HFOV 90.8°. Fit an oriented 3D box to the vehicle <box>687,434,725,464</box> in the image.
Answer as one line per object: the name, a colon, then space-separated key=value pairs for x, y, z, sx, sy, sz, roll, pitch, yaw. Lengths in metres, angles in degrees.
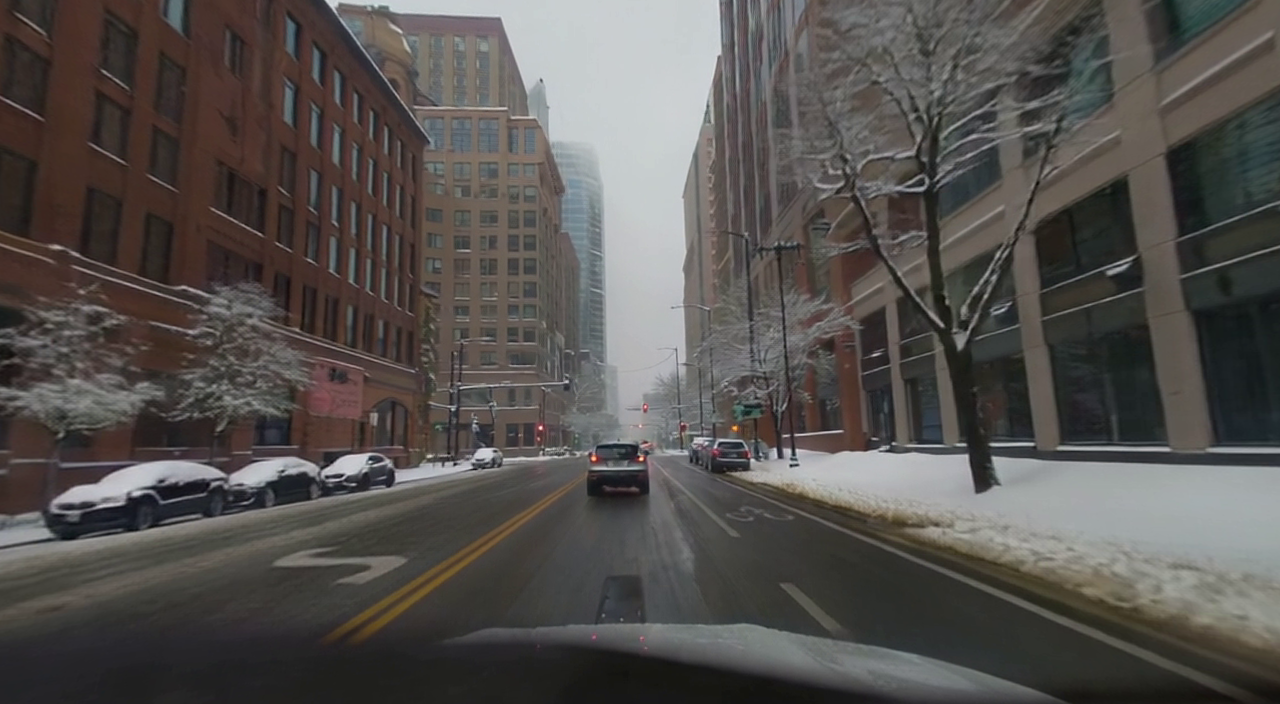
vehicle: x=4.497 y=6.667 z=43.608 sx=1.972 sy=1.822 sz=4.889 roll=-2 pitch=-8 yaw=-1

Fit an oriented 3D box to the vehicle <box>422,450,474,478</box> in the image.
vehicle: x=-12.237 y=7.135 z=40.596 sx=1.968 sy=1.469 sz=4.523 roll=-3 pitch=-8 yaw=-1

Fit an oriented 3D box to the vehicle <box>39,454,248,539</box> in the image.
vehicle: x=-12.037 y=3.468 z=15.757 sx=1.976 sy=1.577 sz=4.091 roll=-5 pitch=-8 yaw=-1

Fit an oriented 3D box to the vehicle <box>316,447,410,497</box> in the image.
vehicle: x=-11.973 y=5.170 z=27.713 sx=2.090 sy=1.784 sz=4.832 roll=-4 pitch=-8 yaw=-2

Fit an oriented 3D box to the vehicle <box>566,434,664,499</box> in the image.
vehicle: x=-0.579 y=2.961 z=16.699 sx=2.269 sy=1.479 sz=3.980 roll=0 pitch=-8 yaw=0

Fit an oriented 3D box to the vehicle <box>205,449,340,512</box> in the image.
vehicle: x=-12.162 y=4.236 z=21.359 sx=1.945 sy=1.712 sz=4.648 roll=-4 pitch=-8 yaw=-2

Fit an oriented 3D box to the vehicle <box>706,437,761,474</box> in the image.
vehicle: x=4.456 y=4.997 z=30.770 sx=1.924 sy=1.645 sz=4.528 roll=0 pitch=-8 yaw=0
